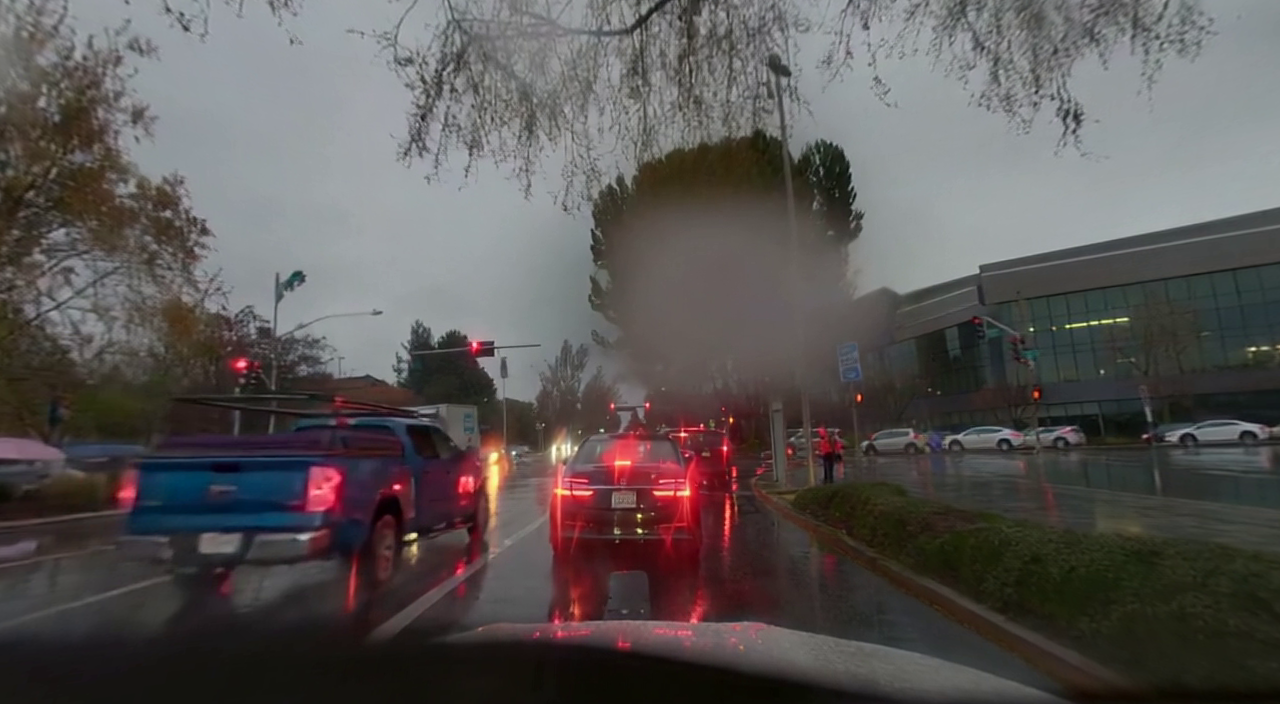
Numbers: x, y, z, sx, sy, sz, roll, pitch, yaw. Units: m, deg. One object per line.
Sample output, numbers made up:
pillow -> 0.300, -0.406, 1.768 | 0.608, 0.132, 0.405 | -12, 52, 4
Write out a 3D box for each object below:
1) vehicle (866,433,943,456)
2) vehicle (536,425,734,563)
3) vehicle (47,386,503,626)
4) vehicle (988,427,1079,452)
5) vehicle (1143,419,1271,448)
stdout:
vehicle -> 17.496, 6.127, 41.572 | 4.441, 1.452, 1.798 | -5, -10, 30
vehicle -> -0.040, 1.887, 9.077 | 2.182, 1.501, 4.150 | 0, -9, 0
vehicle -> -3.380, 1.555, 7.406 | 2.223, 1.826, 4.990 | 0, -9, 2
vehicle -> 23.824, 5.328, 38.152 | 4.454, 1.440, 1.816 | -5, -10, 30
vehicle -> 30.631, 4.460, 34.122 | 4.739, 1.472, 1.804 | -5, -10, 29
